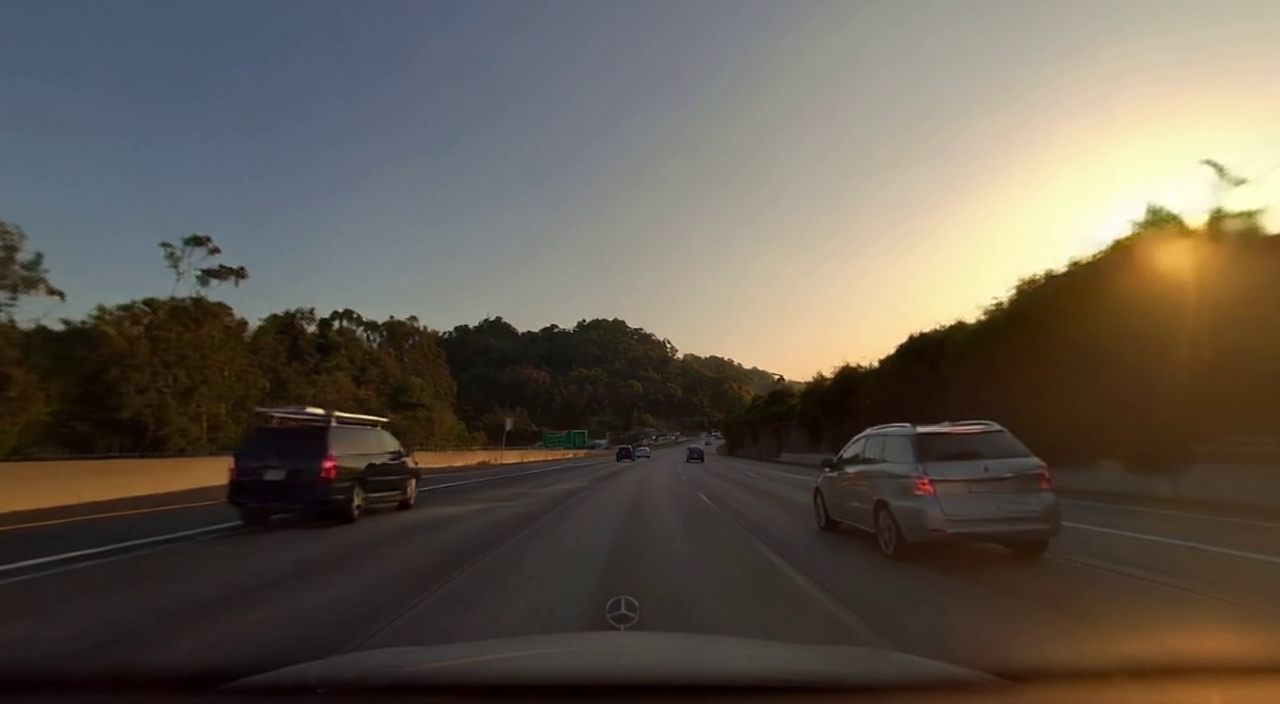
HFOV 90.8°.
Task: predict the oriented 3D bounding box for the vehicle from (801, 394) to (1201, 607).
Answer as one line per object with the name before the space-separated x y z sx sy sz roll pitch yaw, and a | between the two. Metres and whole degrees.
vehicle | 3.548 1.559 7.487 2.075 1.743 4.410 0 -9 -1

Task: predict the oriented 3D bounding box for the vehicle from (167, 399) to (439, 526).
vehicle | -6.417 2.247 13.243 2.383 2.048 5.875 0 -9 1
